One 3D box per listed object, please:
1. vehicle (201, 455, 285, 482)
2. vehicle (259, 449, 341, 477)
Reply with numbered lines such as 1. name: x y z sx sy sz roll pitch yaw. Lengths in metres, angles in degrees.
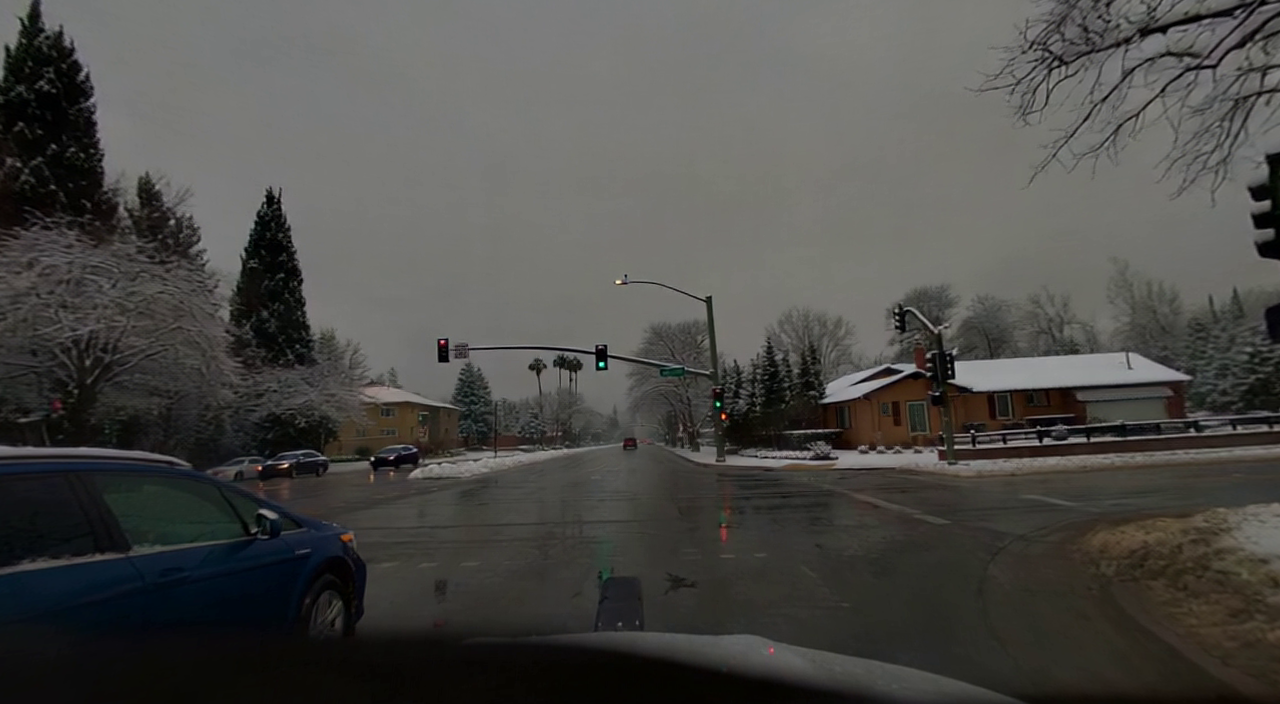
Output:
1. vehicle: -24.114 7.065 38.600 2.019 1.427 4.630 -1 -9 2
2. vehicle: -20.035 6.522 37.515 2.084 1.528 4.778 0 -9 1
